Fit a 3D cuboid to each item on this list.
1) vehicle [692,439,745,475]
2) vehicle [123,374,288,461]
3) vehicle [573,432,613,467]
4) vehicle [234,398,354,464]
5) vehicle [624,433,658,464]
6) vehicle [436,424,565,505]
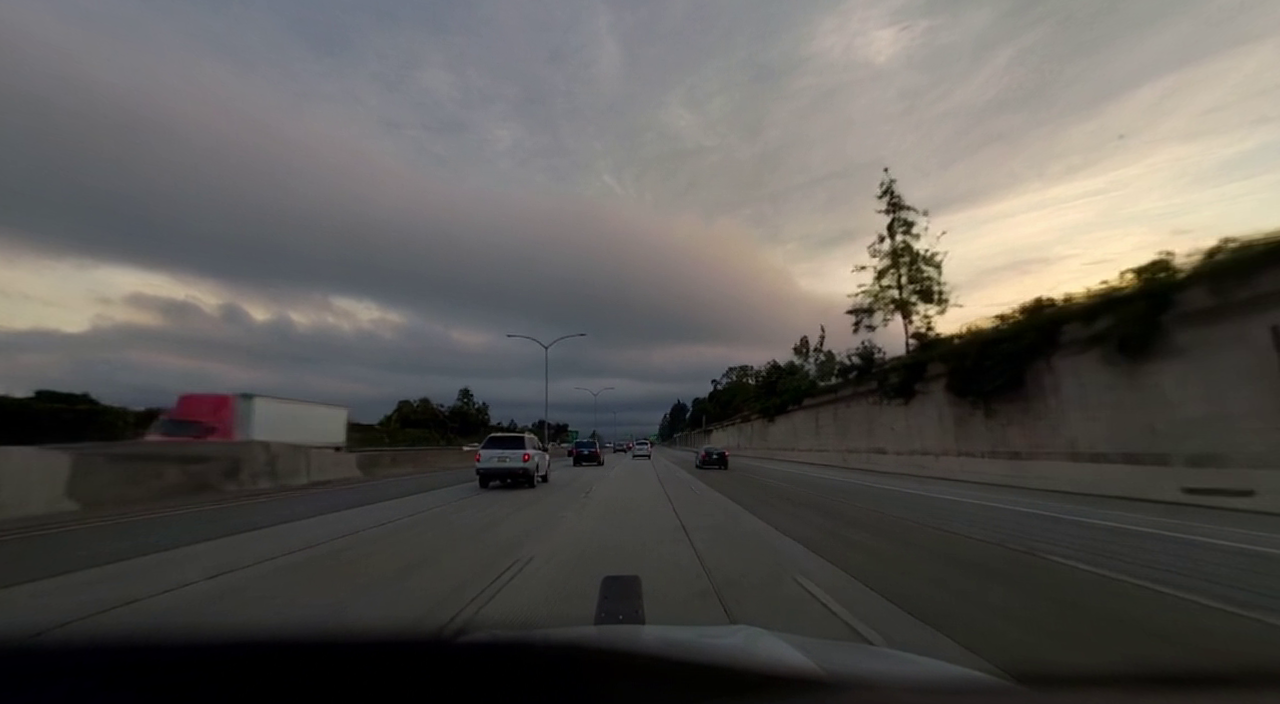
[{"bbox_3d":[4.115,5.611,33.883,2.224,1.752,4.487,0,-9,-1],"label":"vehicle"},{"bbox_3d":[-20.980,3.368,31.056,3.039,3.834,6.726,0,-9,1],"label":"vehicle"},{"bbox_3d":[-3.146,6.676,43.114,2.378,2.214,4.352,0,-9,0],"label":"vehicle"},{"bbox_3d":[-20.996,4.969,38.876,2.782,3.650,7.779,0,-9,1],"label":"vehicle"},{"bbox_3d":[0.094,7.512,49.023,2.485,2.215,5.199,0,-9,0],"label":"vehicle"},{"bbox_3d":[-3.504,2.961,17.097,2.184,1.819,5.441,0,-9,1],"label":"vehicle"}]
